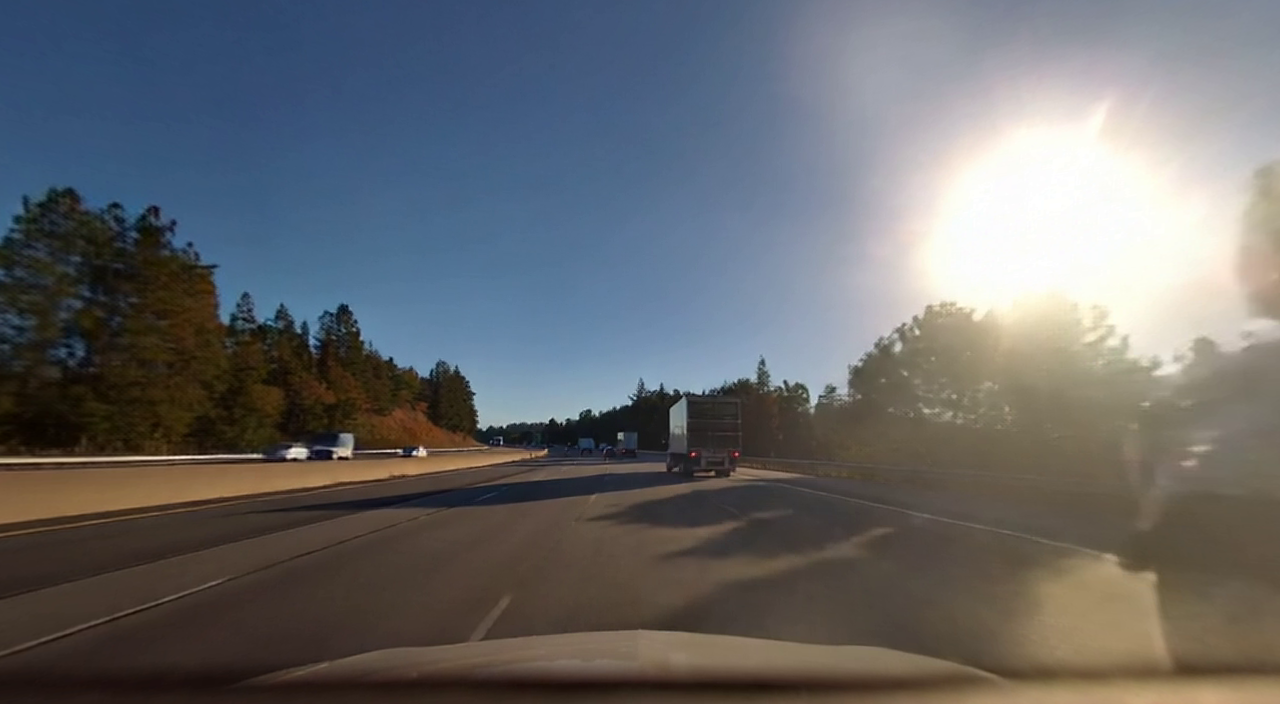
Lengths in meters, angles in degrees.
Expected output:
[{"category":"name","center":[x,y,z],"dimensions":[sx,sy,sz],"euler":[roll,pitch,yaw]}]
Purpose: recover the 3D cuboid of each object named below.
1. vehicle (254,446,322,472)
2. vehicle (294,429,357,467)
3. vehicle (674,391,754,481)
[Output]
[{"category":"vehicle","center":[-21.935,6.666,39.522],"dimensions":[1.803,1.519,4.483],"euler":[0,-9,-2]},{"category":"vehicle","center":[-22.339,6.852,44.995],"dimensions":[2.239,2.511,4.301],"euler":[0,-9,-1]},{"category":"vehicle","center":[3.569,4.460,32.837],"dimensions":[2.826,4.035,8.369],"euler":[0,-9,-2]}]
